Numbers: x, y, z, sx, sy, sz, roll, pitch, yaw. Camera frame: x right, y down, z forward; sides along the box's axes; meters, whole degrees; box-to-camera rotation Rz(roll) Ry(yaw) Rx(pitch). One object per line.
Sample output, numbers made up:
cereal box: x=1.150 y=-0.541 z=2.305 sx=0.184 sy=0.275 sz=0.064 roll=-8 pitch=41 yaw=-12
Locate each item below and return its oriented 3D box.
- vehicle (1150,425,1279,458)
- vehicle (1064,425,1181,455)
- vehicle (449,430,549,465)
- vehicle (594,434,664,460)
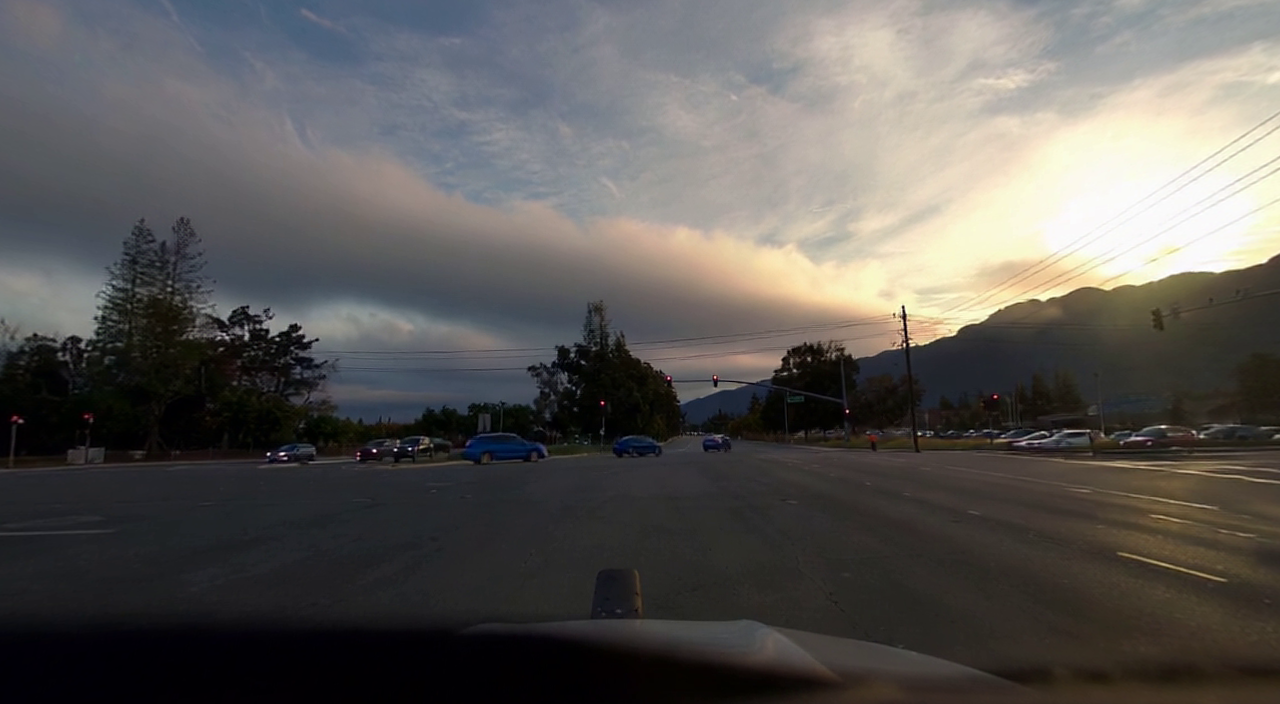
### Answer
vehicle: x=27.301 y=4.237 z=29.781 sx=4.778 sy=1.495 sz=1.959 roll=0 pitch=-8 yaw=0
vehicle: x=28.325 y=5.197 z=37.182 sx=5.100 sy=1.680 sz=2.055 roll=0 pitch=-8 yaw=1
vehicle: x=-7.551 y=5.139 z=34.050 sx=4.812 sy=1.735 sz=2.105 roll=5 pitch=-10 yaw=-29
vehicle: x=-0.683 y=6.075 z=40.440 sx=4.218 sy=1.542 sz=2.044 roll=8 pitch=-12 yaw=-44
